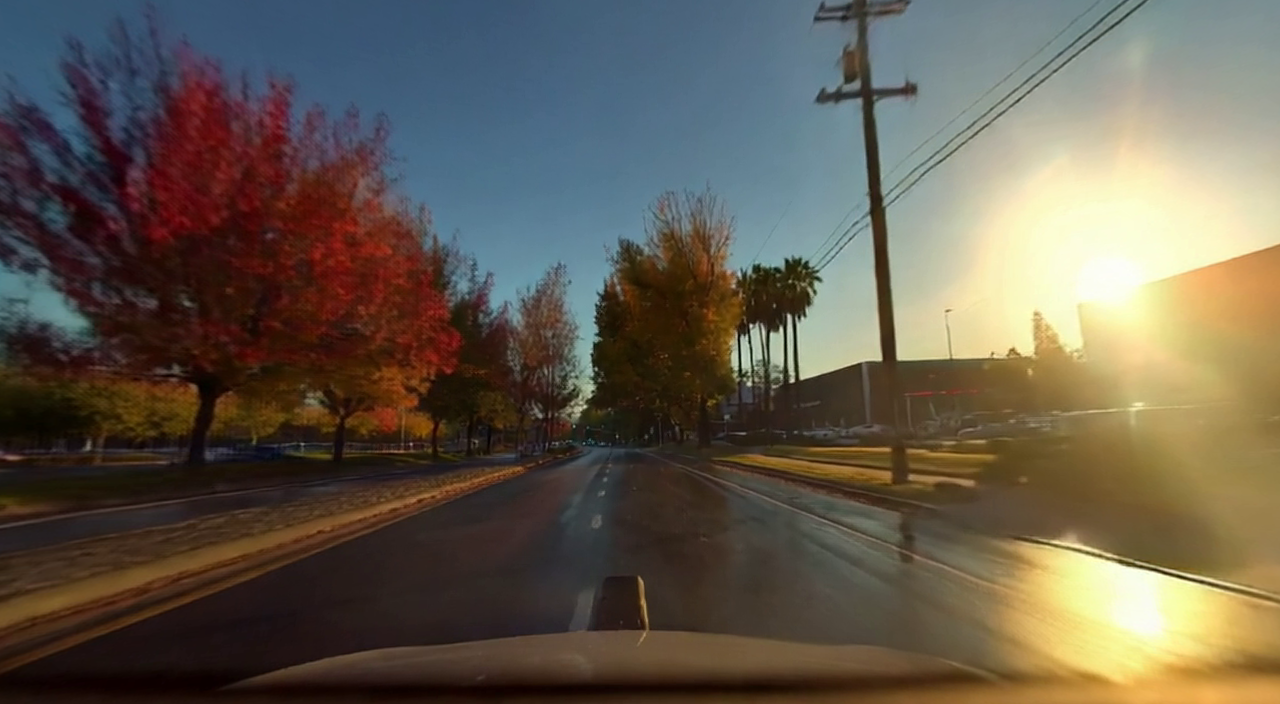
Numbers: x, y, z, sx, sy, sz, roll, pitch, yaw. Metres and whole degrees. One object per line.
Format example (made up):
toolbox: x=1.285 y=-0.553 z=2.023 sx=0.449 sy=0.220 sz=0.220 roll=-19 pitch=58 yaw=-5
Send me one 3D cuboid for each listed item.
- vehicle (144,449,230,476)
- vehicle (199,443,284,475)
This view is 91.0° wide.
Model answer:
vehicle: x=-26.534 y=6.463 z=37.112 sx=1.915 sy=1.485 sz=4.389 roll=1 pitch=-9 yaw=-2
vehicle: x=-22.714 y=6.085 z=36.131 sx=1.994 sy=1.652 sz=4.570 roll=1 pitch=-9 yaw=-3
